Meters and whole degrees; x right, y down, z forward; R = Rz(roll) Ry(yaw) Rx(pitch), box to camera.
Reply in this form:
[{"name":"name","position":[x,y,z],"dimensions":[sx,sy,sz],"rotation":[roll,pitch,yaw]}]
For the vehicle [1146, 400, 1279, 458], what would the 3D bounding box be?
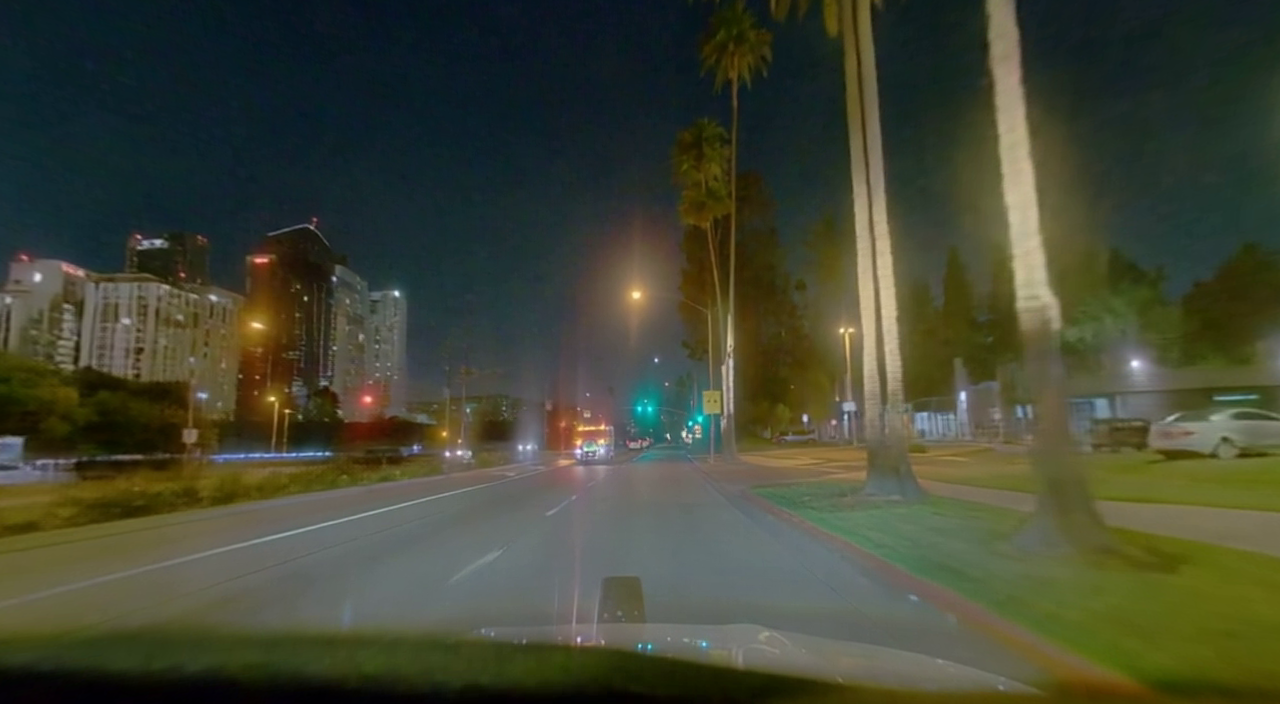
[{"name":"vehicle","position":[16.218,2.068,16.820],"dimensions":[3.945,1.463,1.684],"rotation":[1,-8,-6]}]
